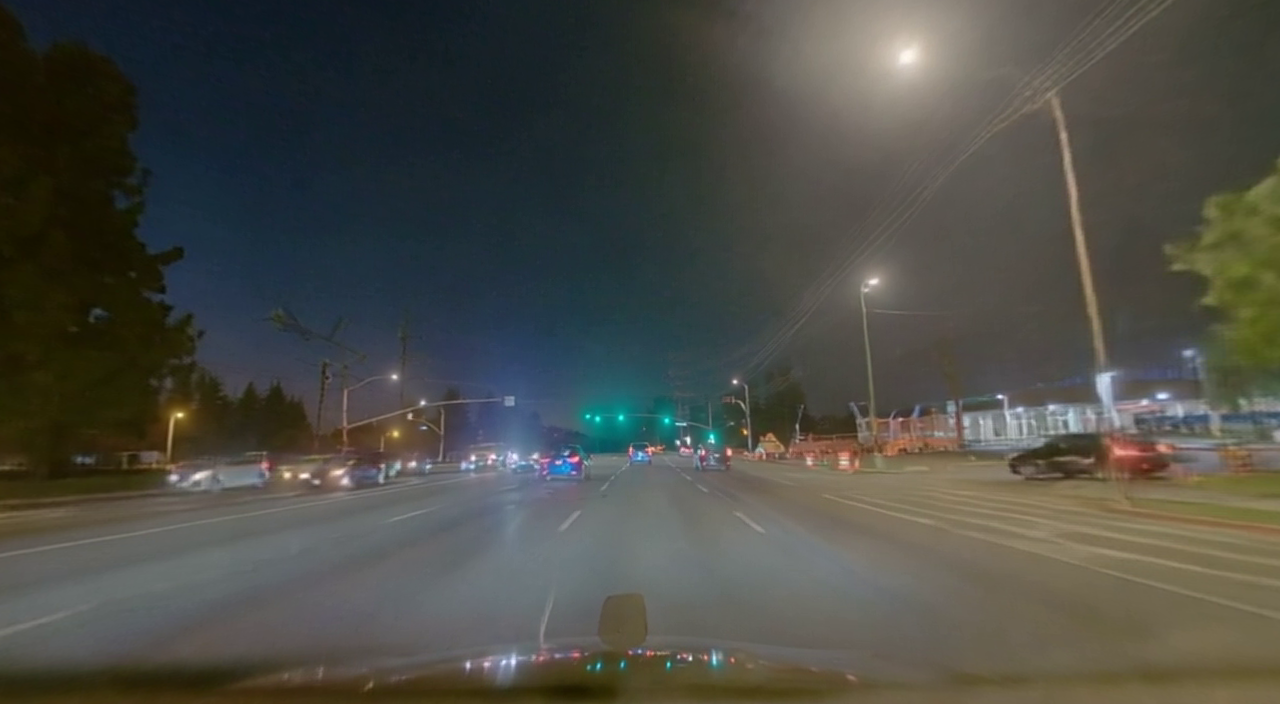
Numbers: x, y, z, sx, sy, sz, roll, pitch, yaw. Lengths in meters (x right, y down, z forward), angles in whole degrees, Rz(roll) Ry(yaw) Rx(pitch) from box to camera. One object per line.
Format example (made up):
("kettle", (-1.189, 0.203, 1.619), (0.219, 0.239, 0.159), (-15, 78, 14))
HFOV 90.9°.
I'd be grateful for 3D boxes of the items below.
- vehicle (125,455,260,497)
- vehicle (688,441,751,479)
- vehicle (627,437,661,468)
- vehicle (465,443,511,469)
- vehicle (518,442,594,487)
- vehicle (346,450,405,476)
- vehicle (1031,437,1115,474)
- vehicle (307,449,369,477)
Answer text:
("vehicle", (-17.566, 4.861, 25.100), (1.924, 1.446, 4.625), (0, -9, 1))
("vehicle", (3.320, 4.630, 27.246), (2.142, 1.475, 4.565), (0, -9, 0))
("vehicle", (0.251, 6.300, 39.672), (2.060, 1.845, 4.151), (0, -8, 1))
("vehicle", (-9.536, 6.518, 39.781), (1.774, 1.535, 3.828), (0, -9, 3))
("vehicle", (-2.978, 4.119, 23.532), (2.087, 1.480, 4.825), (0, -9, 1))
("vehicle", (-17.315, 7.266, 41.512), (1.813, 1.513, 4.457), (0, -9, 2))
("vehicle", (19.273, 4.552, 27.961), (4.677, 1.466, 1.928), (8, -11, -42))
("vehicle", (-20.953, 7.684, 43.940), (1.977, 1.760, 4.569), (0, -9, 1))
